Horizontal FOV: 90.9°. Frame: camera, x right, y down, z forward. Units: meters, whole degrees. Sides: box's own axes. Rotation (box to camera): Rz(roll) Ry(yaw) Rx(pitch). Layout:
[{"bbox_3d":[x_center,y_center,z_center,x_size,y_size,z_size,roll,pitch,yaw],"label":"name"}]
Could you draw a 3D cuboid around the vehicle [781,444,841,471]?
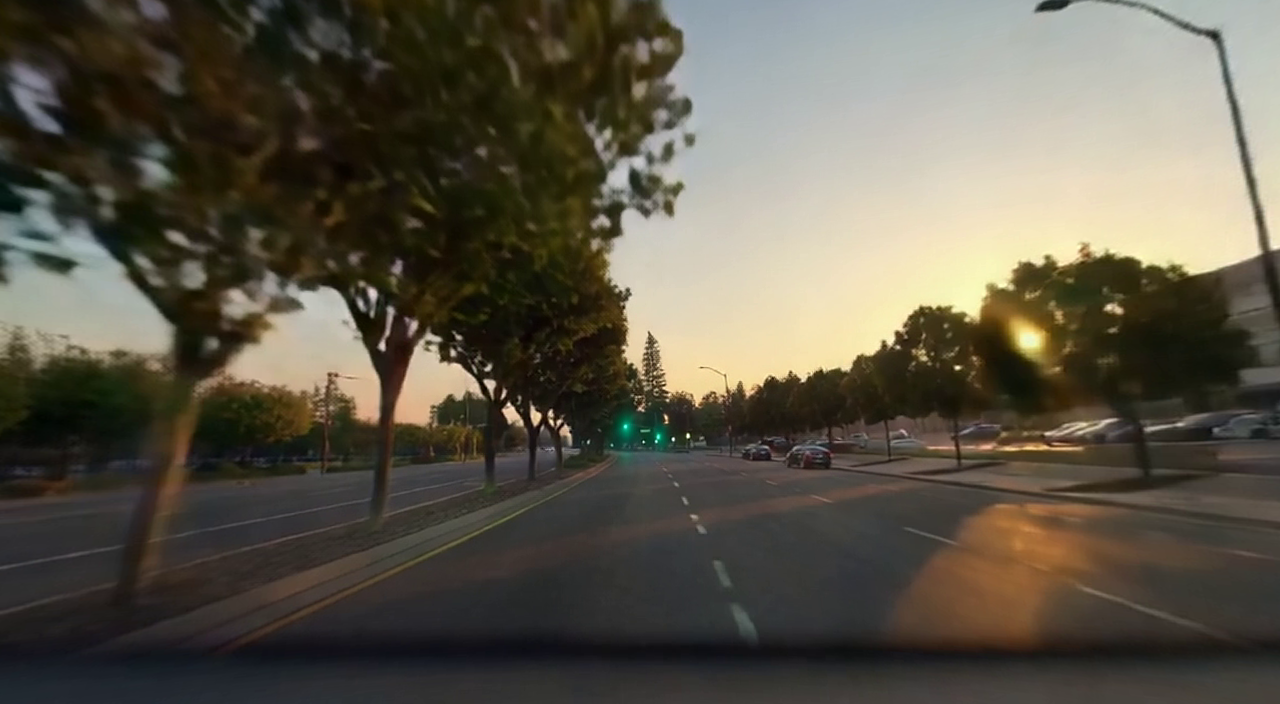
[{"bbox_3d":[10.543,6.523,39.303,2.109,1.533,5.664,0,-8,-1],"label":"vehicle"}]
